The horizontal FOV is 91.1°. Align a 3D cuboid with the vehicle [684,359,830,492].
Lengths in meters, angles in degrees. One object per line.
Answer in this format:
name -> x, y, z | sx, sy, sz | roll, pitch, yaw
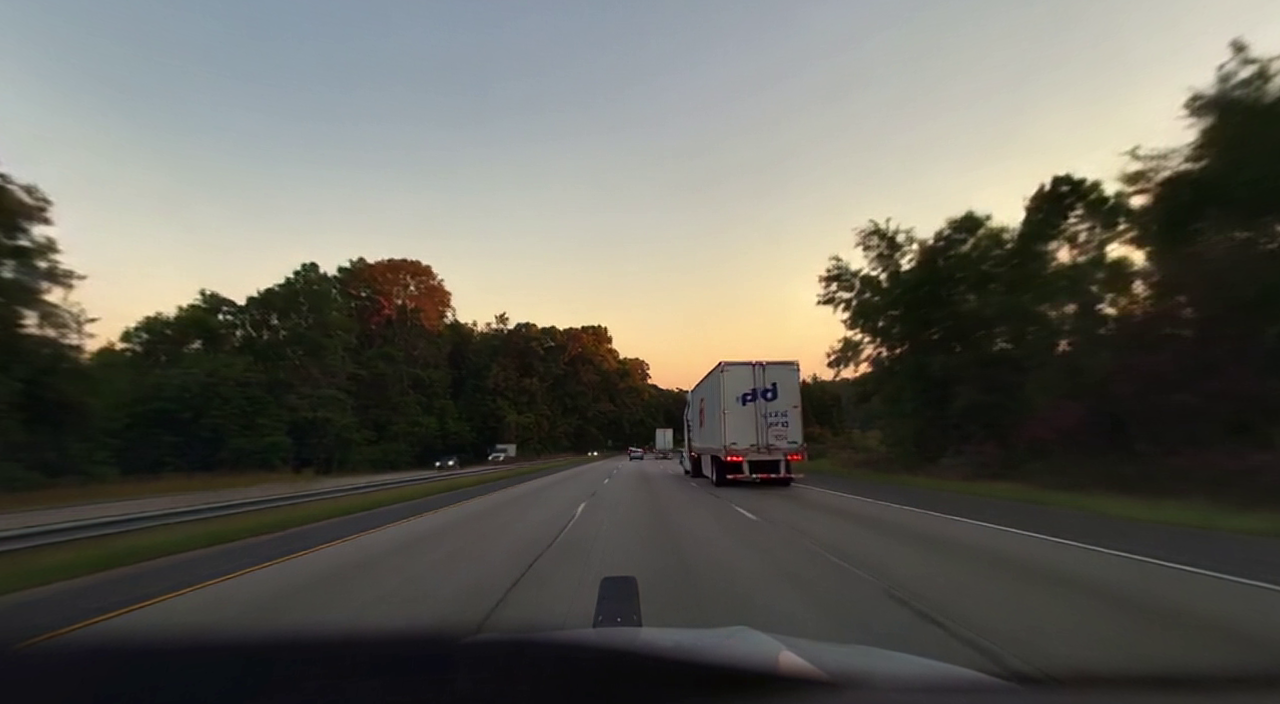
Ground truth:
vehicle -> 4.005, 3.272, 25.968 | 2.973, 4.007, 14.076 | 0, -9, -1
